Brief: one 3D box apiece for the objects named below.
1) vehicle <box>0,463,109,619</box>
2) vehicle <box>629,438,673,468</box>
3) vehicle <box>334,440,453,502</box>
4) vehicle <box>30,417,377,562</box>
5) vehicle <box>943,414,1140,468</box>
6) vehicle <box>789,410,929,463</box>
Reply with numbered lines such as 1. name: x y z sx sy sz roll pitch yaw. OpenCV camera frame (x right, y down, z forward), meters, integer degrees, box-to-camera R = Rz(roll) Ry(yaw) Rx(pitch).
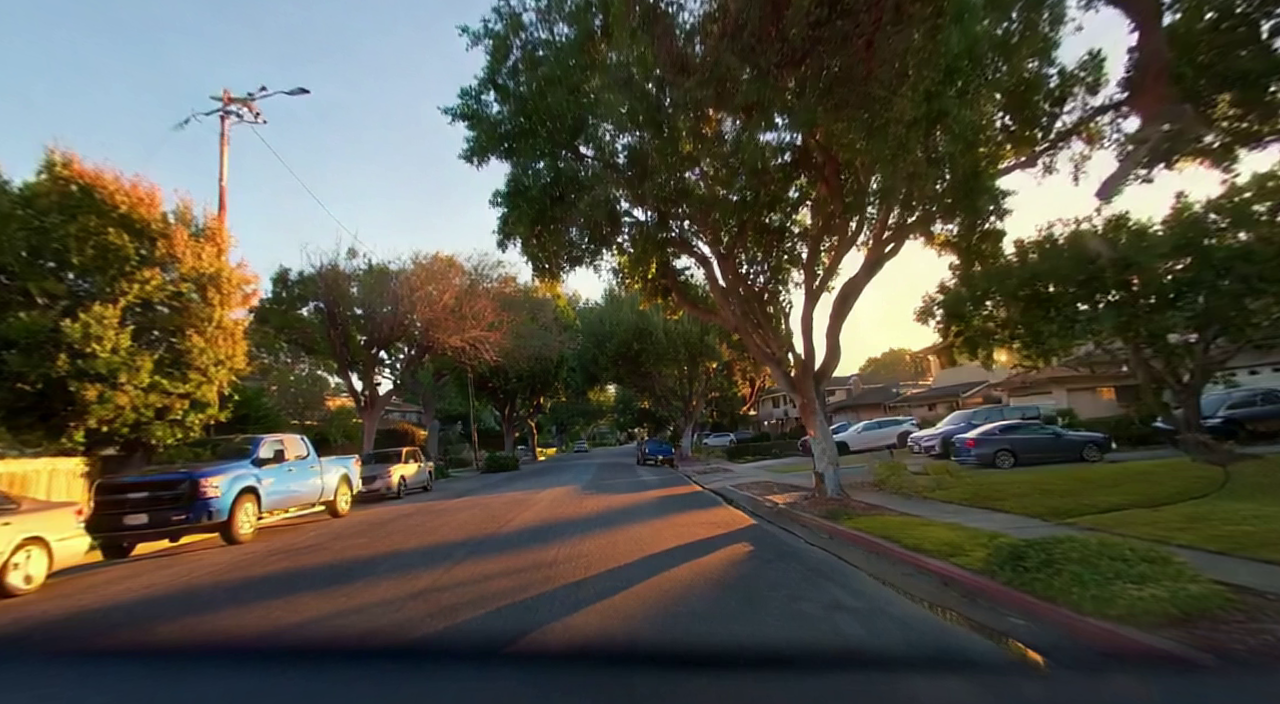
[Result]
1. vehicle: -6.955 1.638 4.851 1.919 1.422 4.400 0 -8 -1
2. vehicle: 0.506 5.436 34.029 2.006 1.494 4.211 1 -8 -4
3. vehicle: -7.256 3.513 19.118 1.995 1.608 4.596 0 -8 -3
4. vehicle: -7.062 2.269 11.311 2.329 1.947 5.455 0 -8 0
5. vehicle: 11.449 2.584 18.207 4.390 1.457 1.861 0 -8 0
6. vehicle: 9.321 3.638 27.066 5.097 1.824 2.113 -4 -8 -3
